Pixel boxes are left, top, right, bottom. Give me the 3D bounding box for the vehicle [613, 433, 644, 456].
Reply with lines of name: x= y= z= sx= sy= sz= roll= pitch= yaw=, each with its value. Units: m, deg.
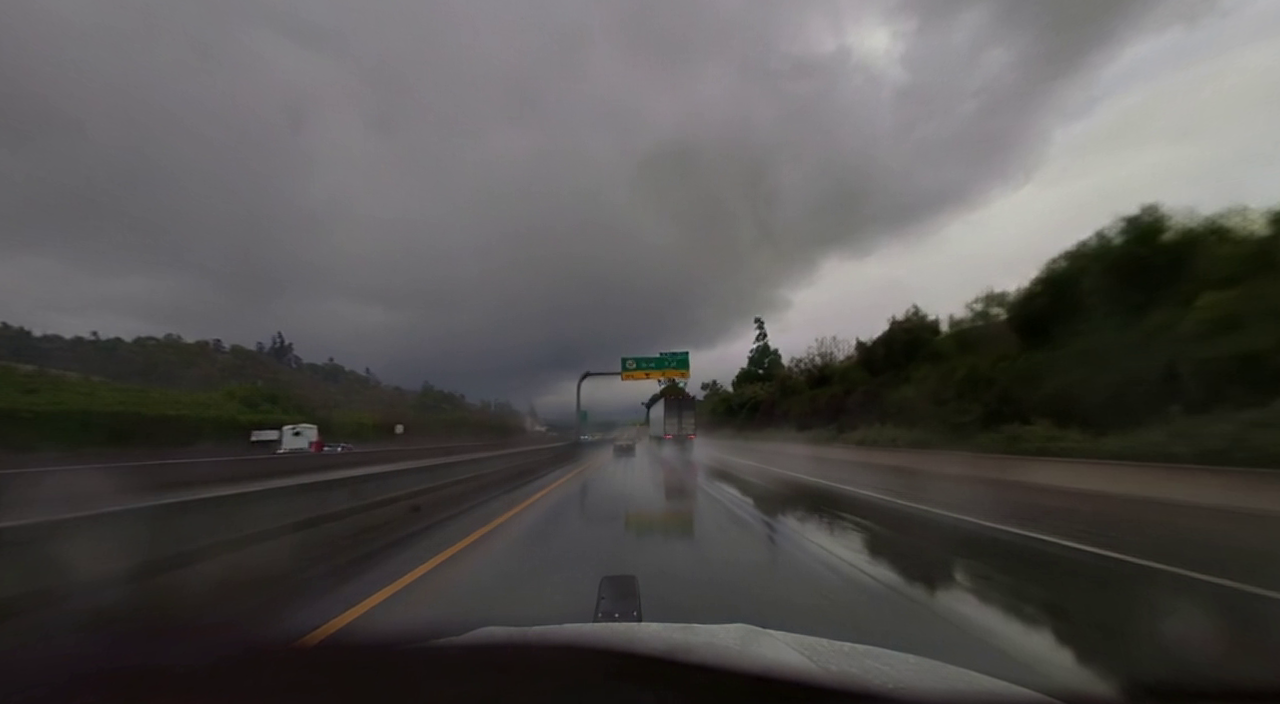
vehicle: x=-0.803 y=6.559 z=44.870 sx=2.095 sy=1.557 sz=3.963 roll=0 pitch=-8 yaw=-1
